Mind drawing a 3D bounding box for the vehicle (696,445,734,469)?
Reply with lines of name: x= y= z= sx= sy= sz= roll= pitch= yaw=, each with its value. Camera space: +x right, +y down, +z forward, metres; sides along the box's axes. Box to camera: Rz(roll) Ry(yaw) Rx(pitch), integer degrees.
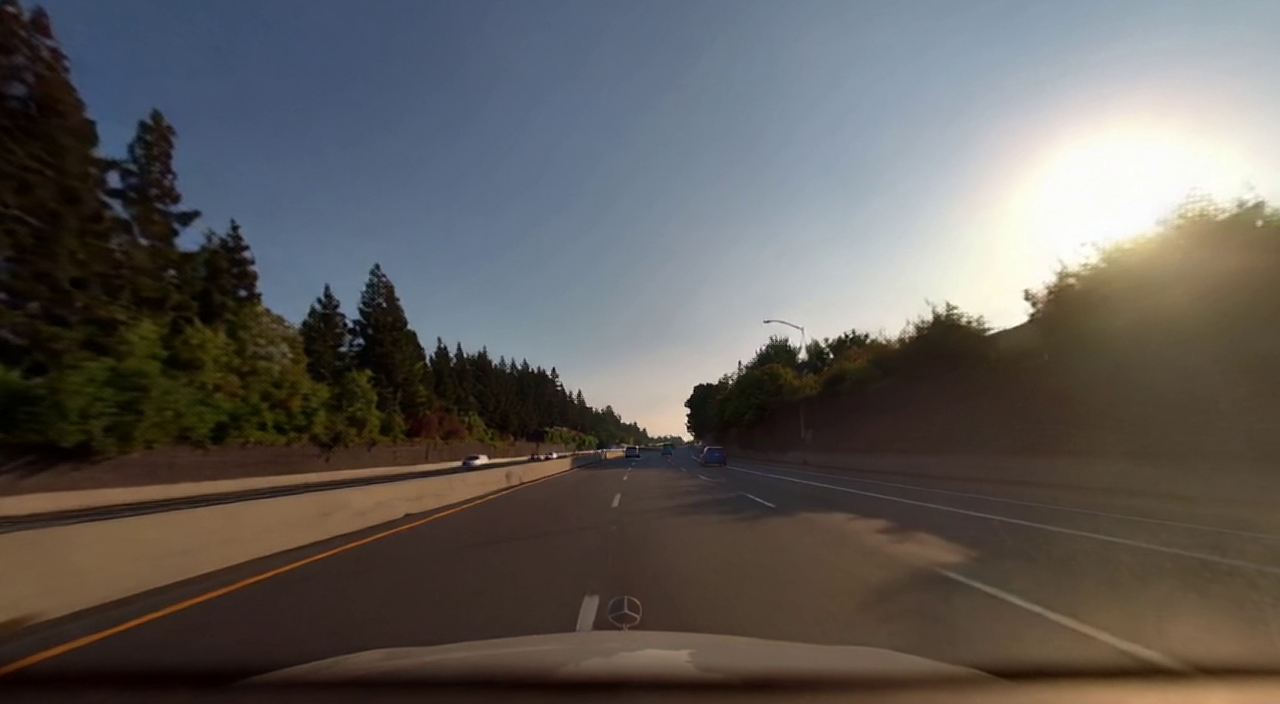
vehicle: x=5.231 y=7.375 z=44.498 sx=2.175 sy=1.574 sz=3.943 roll=0 pitch=-9 yaw=-1
